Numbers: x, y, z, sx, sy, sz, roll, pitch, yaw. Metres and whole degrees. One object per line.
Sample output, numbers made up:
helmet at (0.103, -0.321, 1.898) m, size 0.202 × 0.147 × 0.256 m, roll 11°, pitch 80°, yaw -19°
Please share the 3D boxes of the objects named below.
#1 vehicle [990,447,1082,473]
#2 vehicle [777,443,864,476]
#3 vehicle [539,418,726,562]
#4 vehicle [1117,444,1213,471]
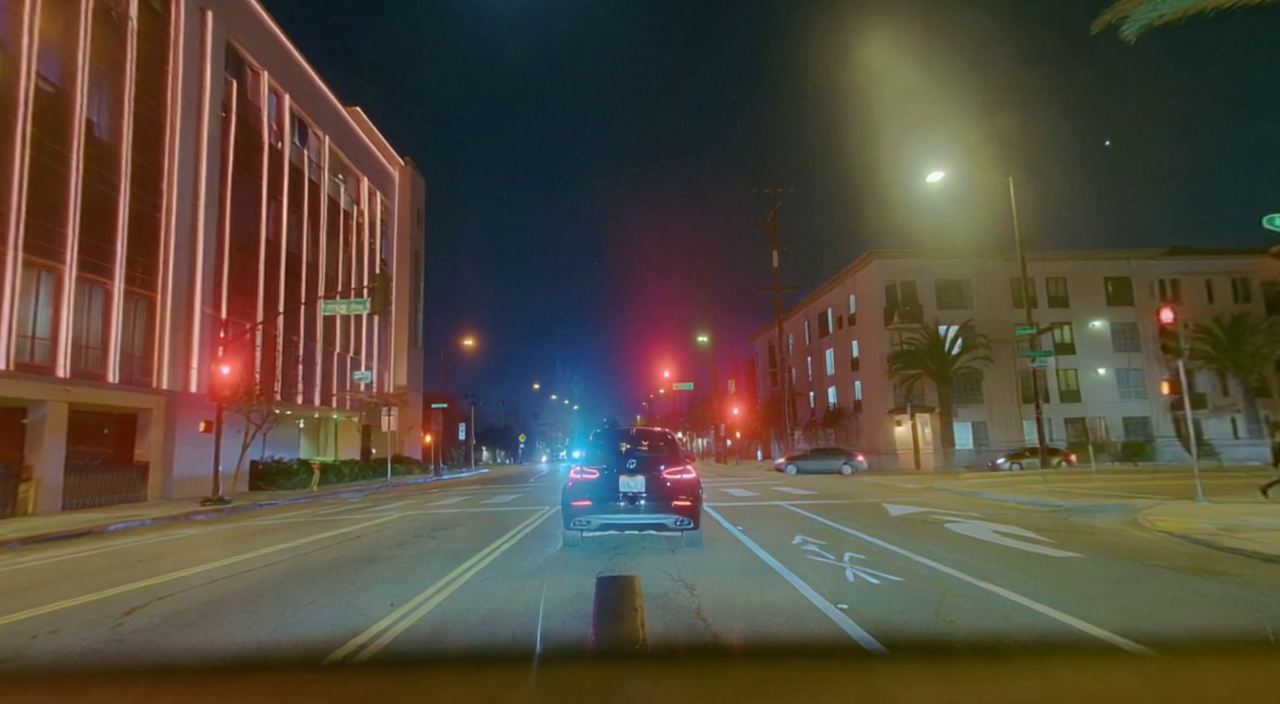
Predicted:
vehicle at (24.202, 6.596, 38.676) m, size 4.417 × 1.462 × 1.761 m, roll 0°, pitch -8°, yaw -1°
vehicle at (10.435, 6.177, 36.462) m, size 4.649 × 1.760 × 2.029 m, roll -3°, pitch -9°, yaw 19°
vehicle at (-0.084, 1.873, 9.229) m, size 2.144 × 1.643 × 3.770 m, roll 0°, pitch -8°, yaw 0°
vehicle at (32.167, 6.468, 38.772) m, size 4.234 × 1.613 × 1.812 m, roll 0°, pitch -8°, yaw -1°
